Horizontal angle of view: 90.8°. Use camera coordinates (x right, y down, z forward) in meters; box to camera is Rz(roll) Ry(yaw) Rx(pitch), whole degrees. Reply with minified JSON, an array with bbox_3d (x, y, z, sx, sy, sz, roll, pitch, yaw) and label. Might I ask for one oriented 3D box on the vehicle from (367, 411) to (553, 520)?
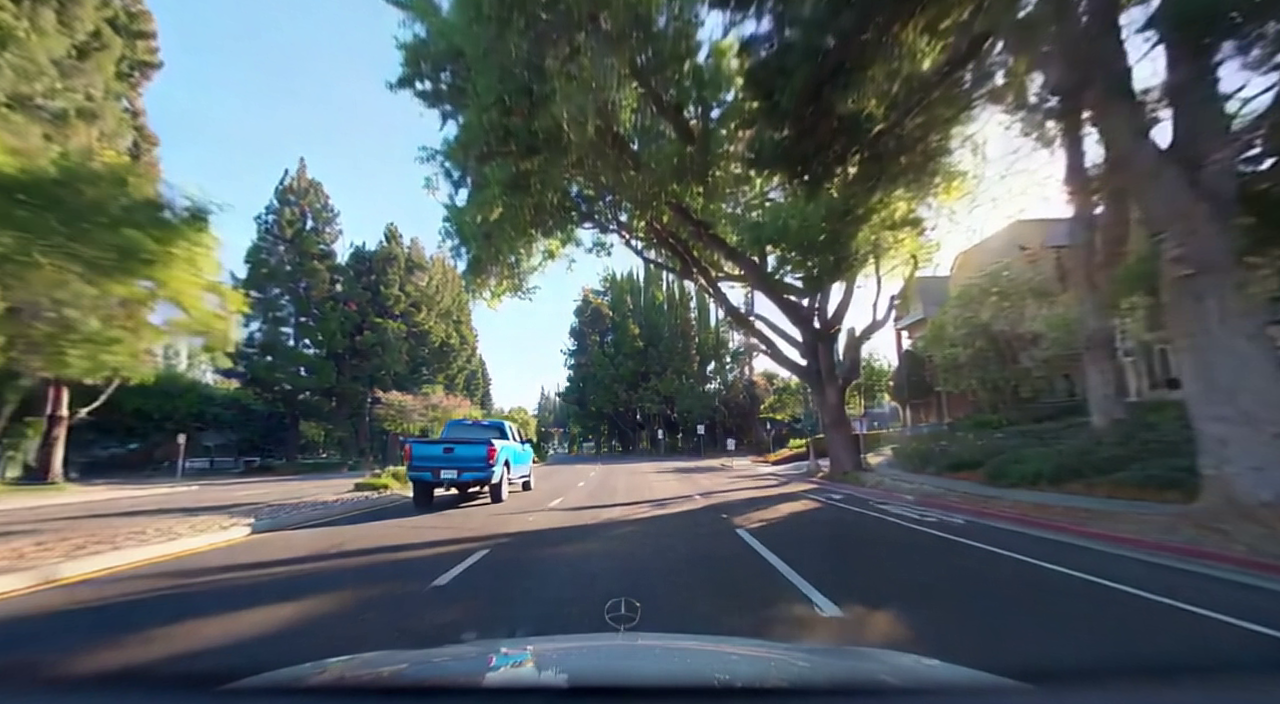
[{"bbox_3d":[-3.530,2.450,14.082,2.267,1.849,6.402,0,-9,0],"label":"vehicle"}]
